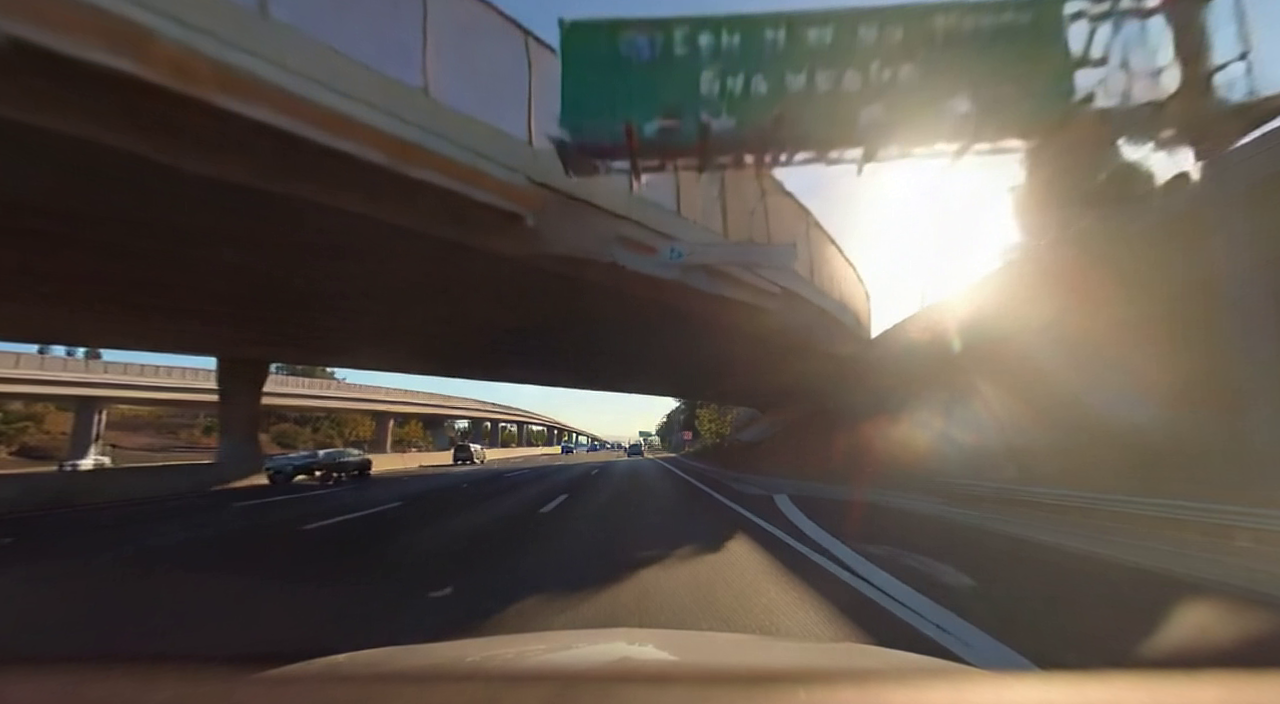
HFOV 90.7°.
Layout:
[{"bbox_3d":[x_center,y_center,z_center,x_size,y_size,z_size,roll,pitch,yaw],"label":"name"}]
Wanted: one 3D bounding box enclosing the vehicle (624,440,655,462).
[{"bbox_3d":[-0.079,7.016,45.062,2.086,1.472,4.168,0,-8,-1],"label":"vehicle"}]
